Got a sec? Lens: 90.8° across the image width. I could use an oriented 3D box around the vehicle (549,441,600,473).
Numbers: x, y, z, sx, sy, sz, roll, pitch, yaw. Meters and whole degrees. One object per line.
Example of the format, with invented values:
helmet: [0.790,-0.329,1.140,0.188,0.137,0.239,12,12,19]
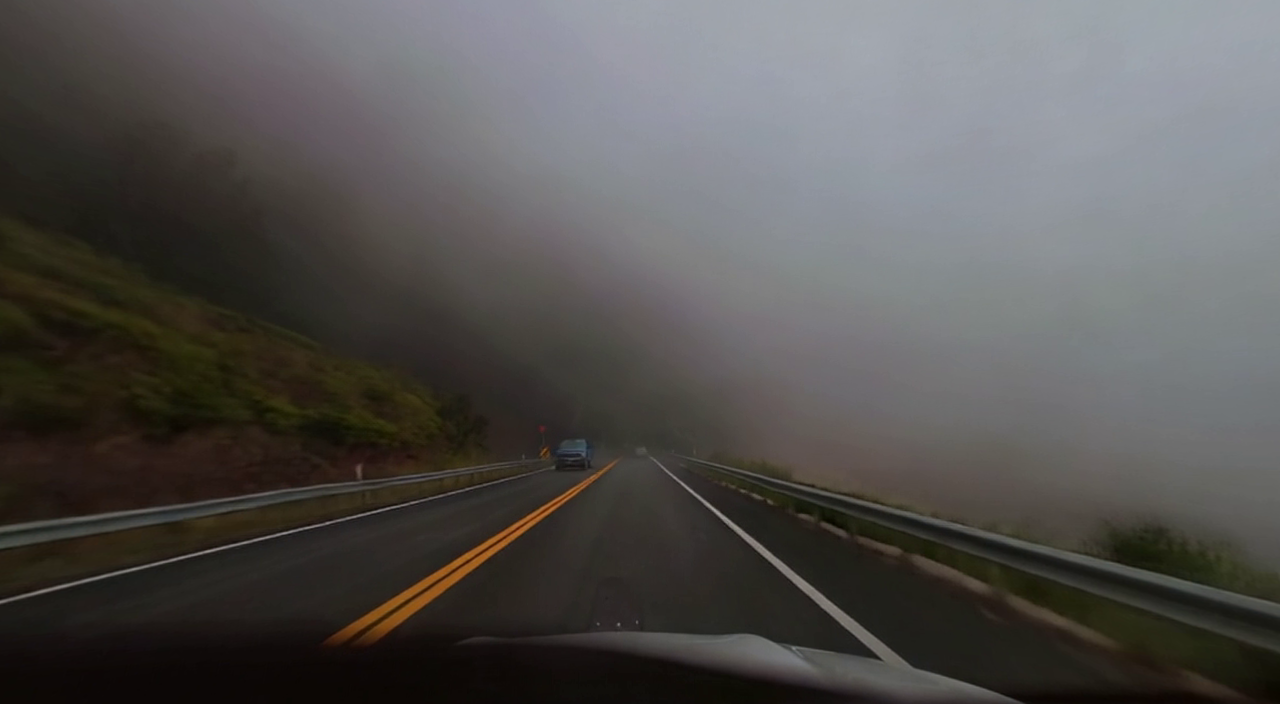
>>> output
vehicle: [-3.831,6.299,38.100,2.415,1.750,4.927,0,-9,1]
